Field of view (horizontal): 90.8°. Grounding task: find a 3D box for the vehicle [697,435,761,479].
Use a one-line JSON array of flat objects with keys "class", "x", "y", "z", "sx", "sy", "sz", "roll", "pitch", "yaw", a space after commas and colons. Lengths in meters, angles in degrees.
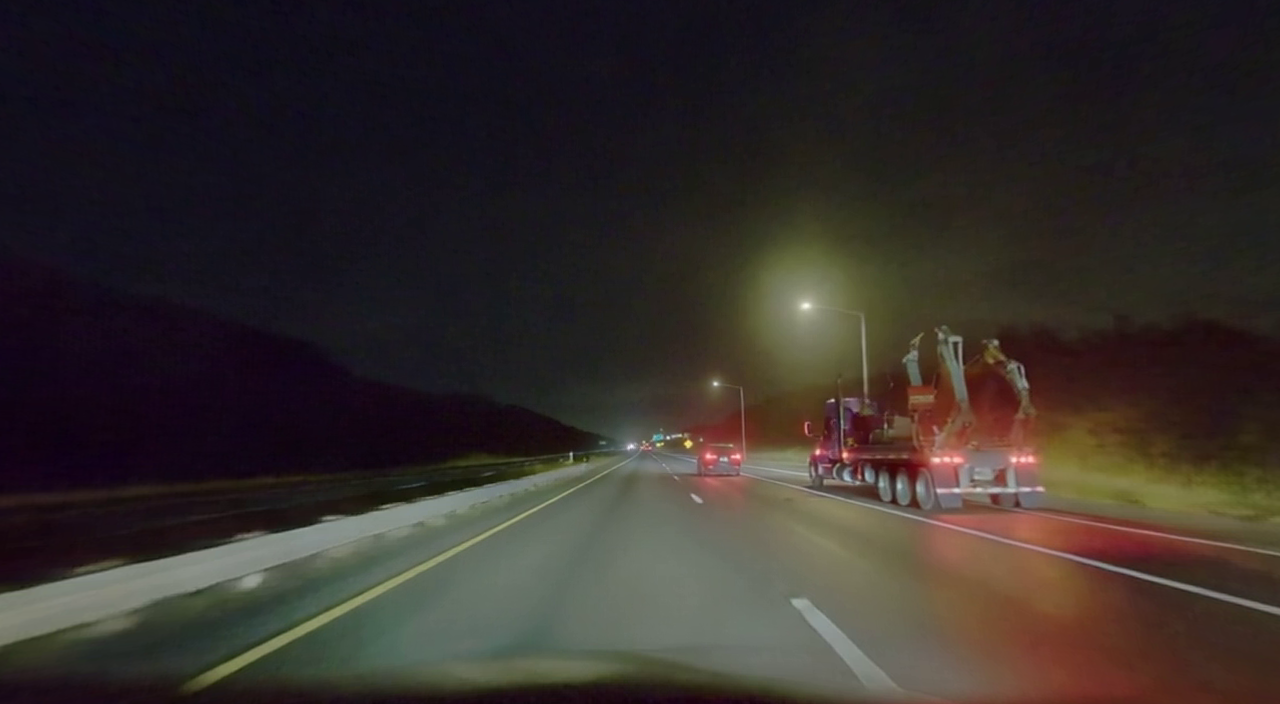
[{"class": "vehicle", "x": 4.387, "y": 5.303, "z": 32.065, "sx": 2.309, "sy": 2.003, "sz": 5.139, "roll": 0, "pitch": -9, "yaw": -2}]
